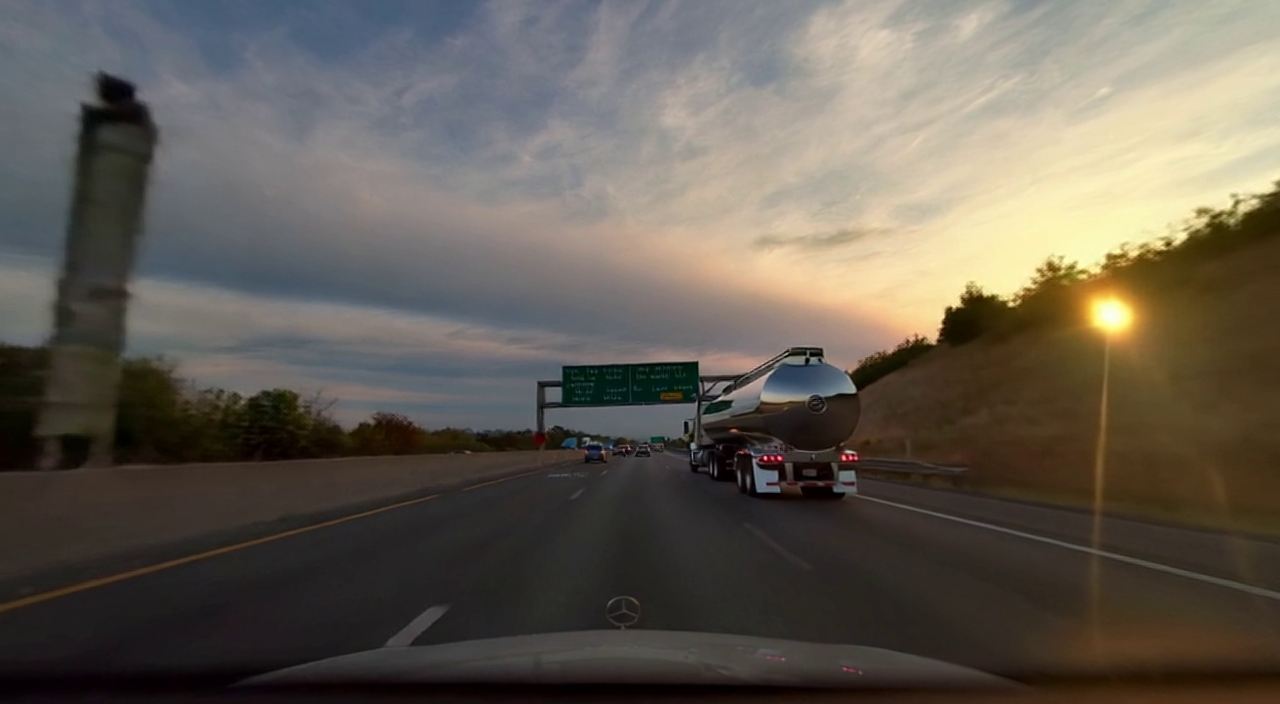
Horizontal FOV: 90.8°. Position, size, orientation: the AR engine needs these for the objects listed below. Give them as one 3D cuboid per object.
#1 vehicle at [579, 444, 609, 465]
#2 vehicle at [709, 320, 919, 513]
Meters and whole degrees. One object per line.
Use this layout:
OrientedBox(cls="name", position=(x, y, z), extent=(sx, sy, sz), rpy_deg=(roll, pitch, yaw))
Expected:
OrientedBox(cls="vehicle", position=(-3.440, 7.755, 47.926), extent=(1.986, 1.458, 4.506), rpy_deg=(0, -9, 0))
OrientedBox(cls="vehicle", position=(3.863, 1.946, 17.056), extent=(2.759, 3.734, 9.708), rpy_deg=(0, -9, -1))
